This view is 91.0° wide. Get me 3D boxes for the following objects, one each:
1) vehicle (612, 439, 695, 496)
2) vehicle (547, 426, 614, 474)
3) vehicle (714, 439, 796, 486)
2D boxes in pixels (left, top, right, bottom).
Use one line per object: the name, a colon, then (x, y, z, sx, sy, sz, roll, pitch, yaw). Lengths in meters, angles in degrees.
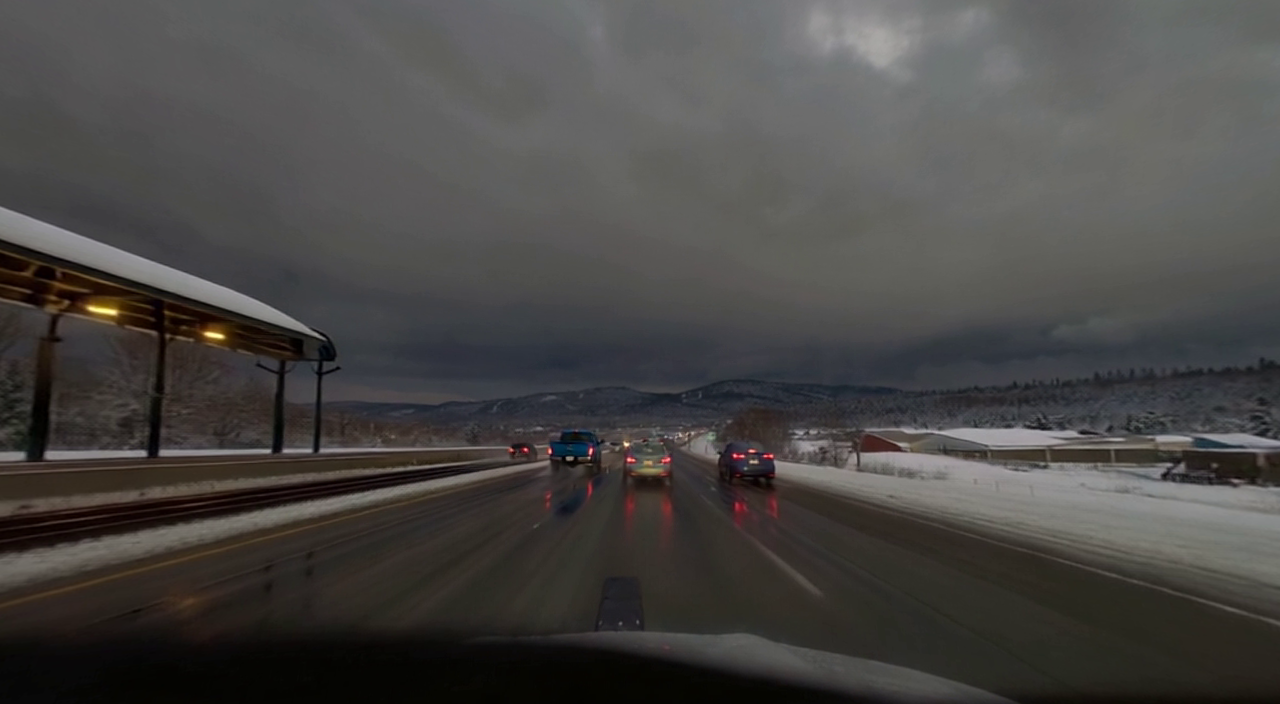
vehicle: (0.334, 3.353, 18.693, 2.171, 1.493, 4.081, 0, -9, 0)
vehicle: (-2.968, 5.146, 33.107, 2.733, 2.230, 6.820, 0, -9, 1)
vehicle: (3.997, 3.946, 22.798, 2.023, 1.510, 4.773, 0, -9, -1)
